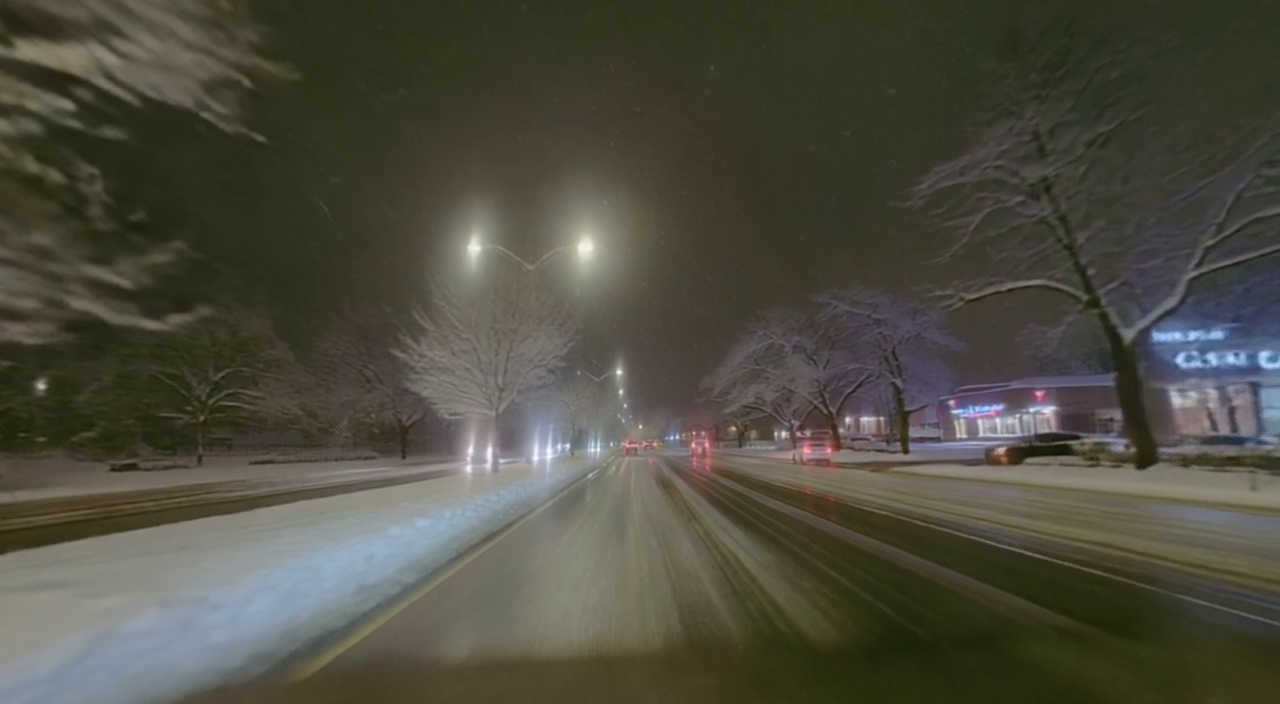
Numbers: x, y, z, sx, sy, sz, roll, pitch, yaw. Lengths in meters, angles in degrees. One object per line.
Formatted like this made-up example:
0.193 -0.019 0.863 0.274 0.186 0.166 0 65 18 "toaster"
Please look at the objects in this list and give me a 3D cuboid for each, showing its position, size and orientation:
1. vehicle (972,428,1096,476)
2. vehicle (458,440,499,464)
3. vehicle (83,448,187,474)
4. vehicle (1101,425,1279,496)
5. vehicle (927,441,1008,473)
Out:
19.029 4.828 30.945 2.232 2.008 5.812 -3 -8 0 "vehicle"
-12.308 7.643 48.530 1.985 1.715 4.330 0 -9 0 "vehicle"
-30.849 6.641 38.702 4.742 1.459 1.867 0 -8 -1 "vehicle"
16.541 3.079 18.351 2.052 1.749 5.213 0 -9 -4 "vehicle"
16.275 5.202 31.649 1.892 1.421 4.556 -2 -8 5 "vehicle"
